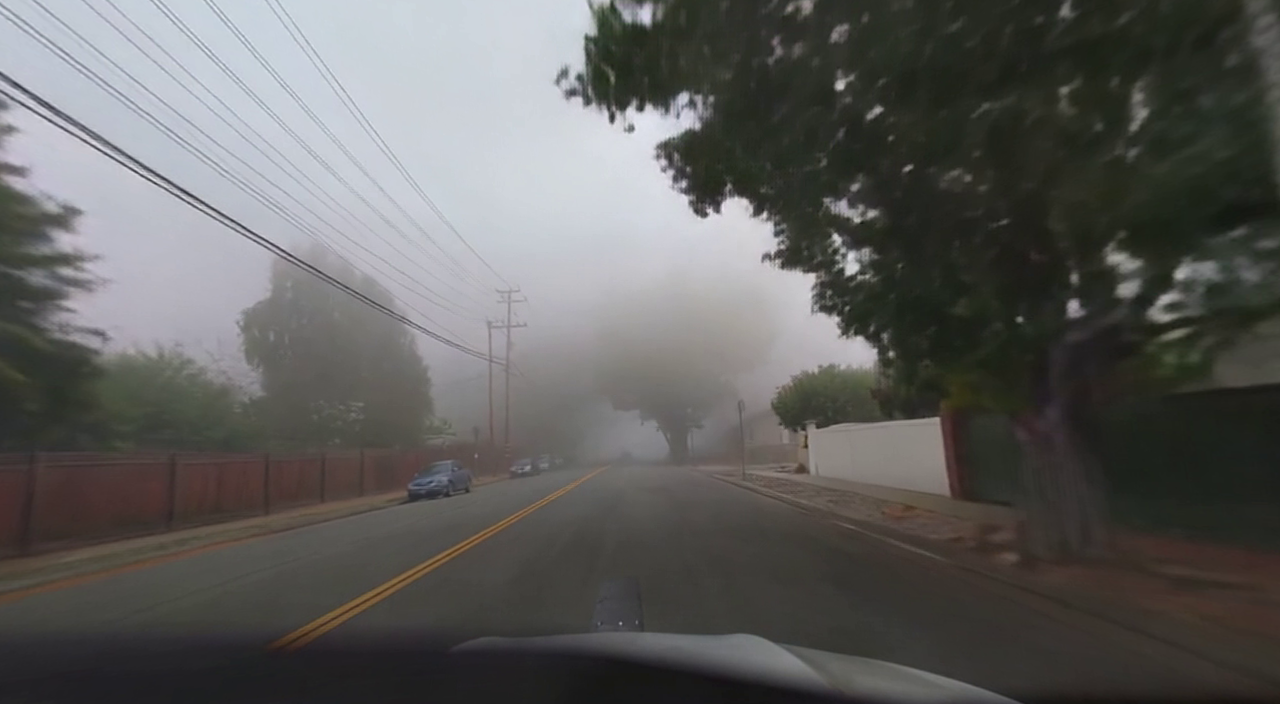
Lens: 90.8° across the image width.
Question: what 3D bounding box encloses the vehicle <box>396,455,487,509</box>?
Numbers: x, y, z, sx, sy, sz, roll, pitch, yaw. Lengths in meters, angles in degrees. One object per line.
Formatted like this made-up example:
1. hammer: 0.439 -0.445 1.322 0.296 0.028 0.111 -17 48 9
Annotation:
1. vehicle: -7.259 4.764 23.588 1.869 1.442 4.344 -9 -8 -1

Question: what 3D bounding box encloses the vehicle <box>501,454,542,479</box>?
1. vehicle: -7.761 7.510 41.650 1.949 1.512 3.818 0 -9 0
